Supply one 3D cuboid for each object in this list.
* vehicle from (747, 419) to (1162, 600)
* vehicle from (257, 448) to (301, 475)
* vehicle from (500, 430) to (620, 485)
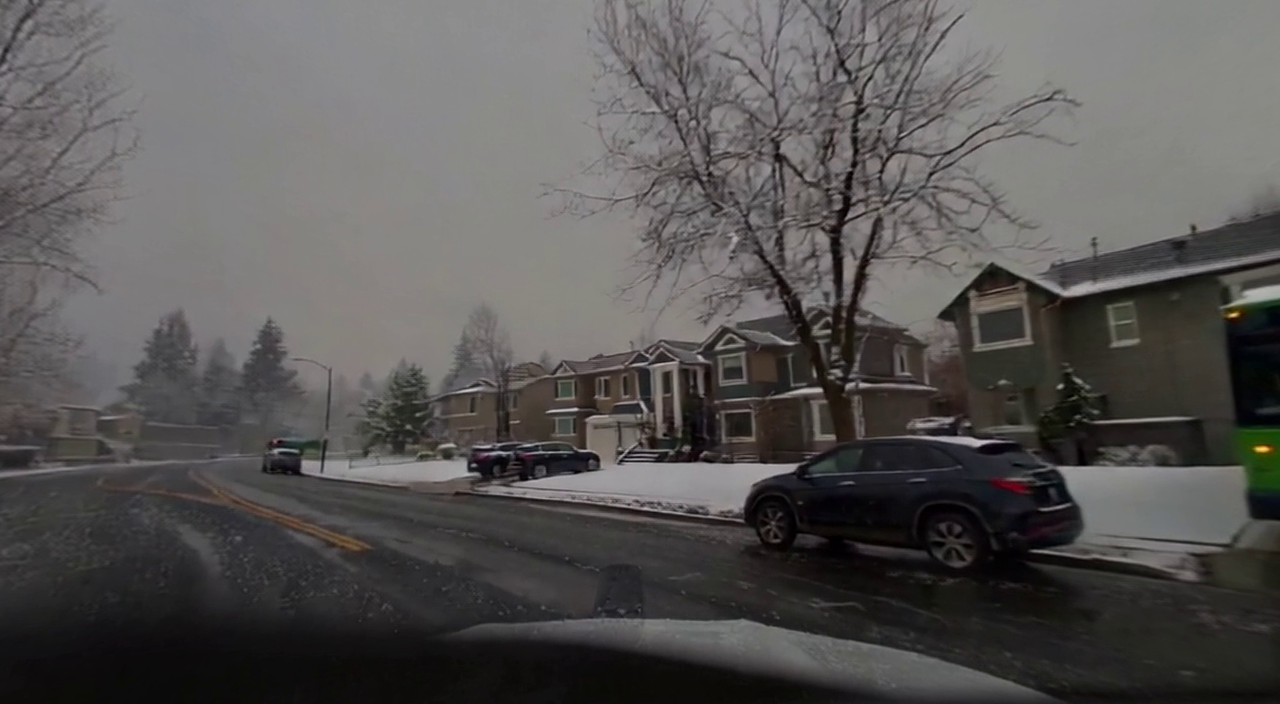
[{"bbox_3d":[3.781,1.842,8.376,1.934,1.697,4.432,7,-11,-40],"label":"vehicle"},{"bbox_3d":[-23.729,7.152,41.443,1.984,1.601,3.994,6,-10,-34],"label":"vehicle"},{"bbox_3d":[-3.144,4.138,25.235,4.431,1.873,1.920,4,-9,-41],"label":"vehicle"}]
